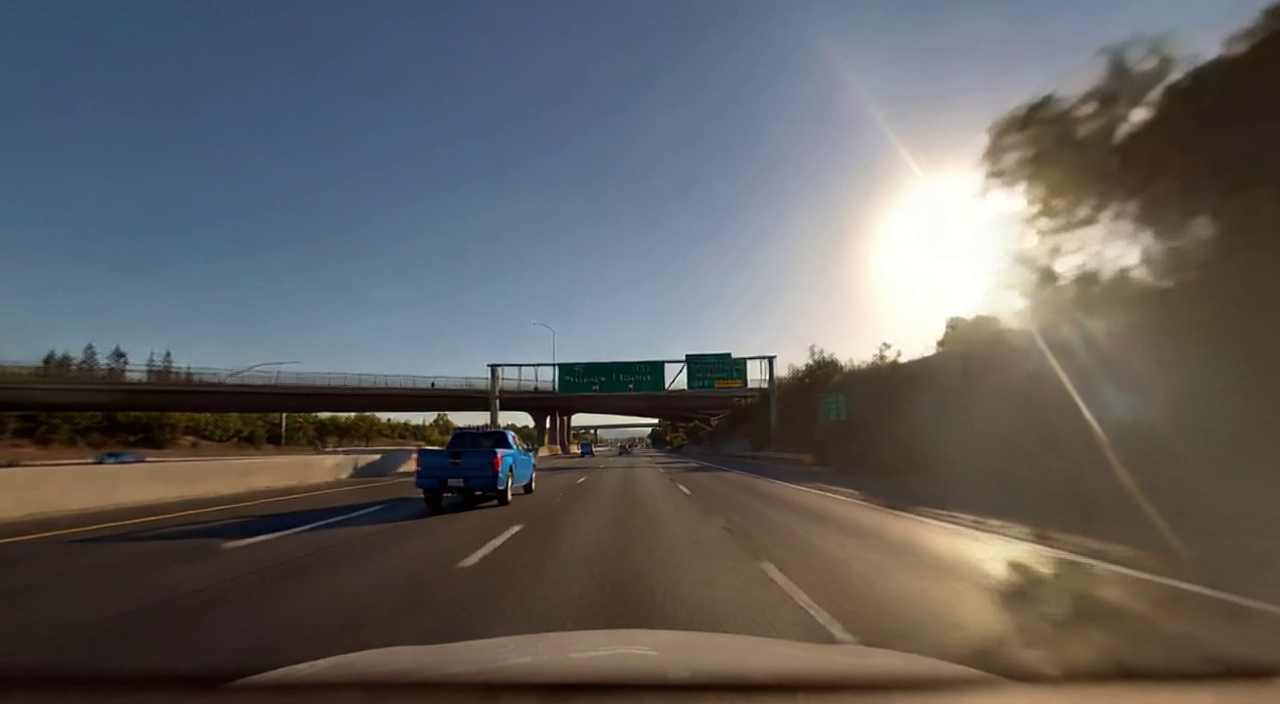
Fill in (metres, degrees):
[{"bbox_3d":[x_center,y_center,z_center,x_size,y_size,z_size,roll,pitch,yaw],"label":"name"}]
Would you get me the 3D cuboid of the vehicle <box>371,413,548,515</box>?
[{"bbox_3d":[-4.011,2.655,15.555,2.529,2.003,5.904,0,-8,1],"label":"vehicle"}]
